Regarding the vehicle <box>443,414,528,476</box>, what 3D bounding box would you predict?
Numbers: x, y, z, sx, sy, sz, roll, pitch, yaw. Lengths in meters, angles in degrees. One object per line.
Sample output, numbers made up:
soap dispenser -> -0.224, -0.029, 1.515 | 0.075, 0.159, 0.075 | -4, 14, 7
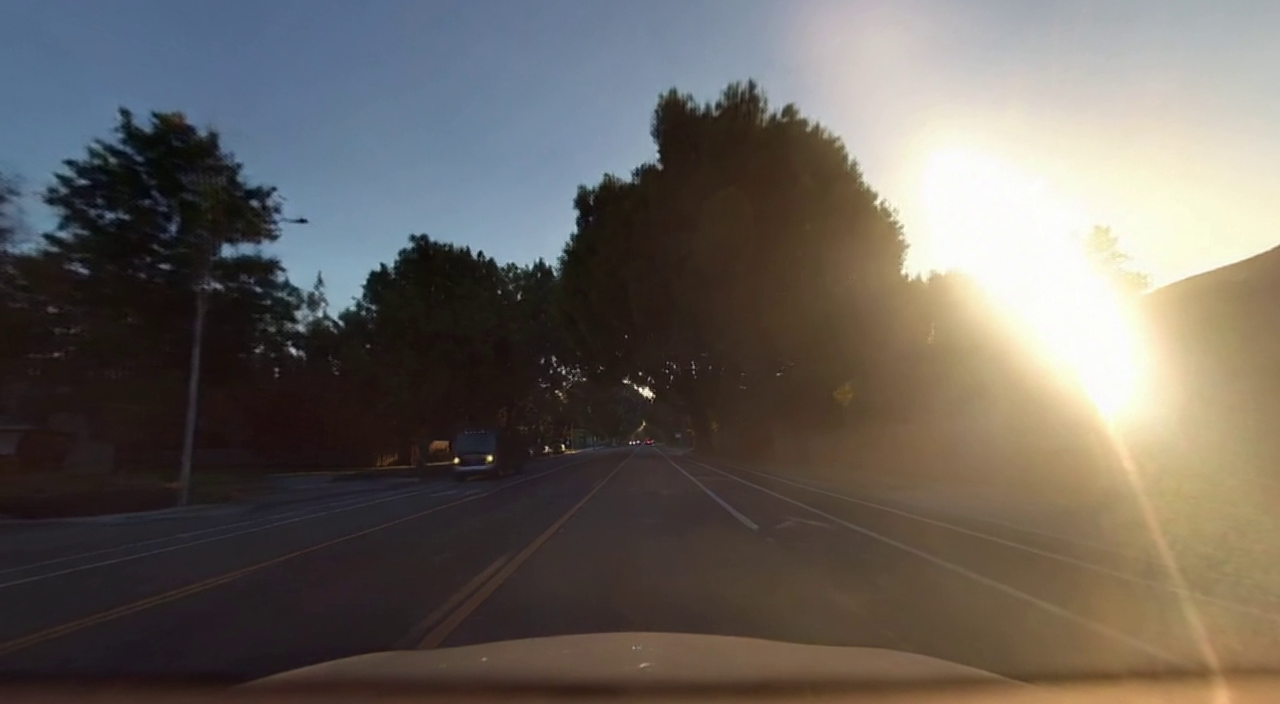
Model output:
vehicle -> -8.698, 5.373, 36.714 | 2.757, 3.141, 8.316 | 0, -8, 1
